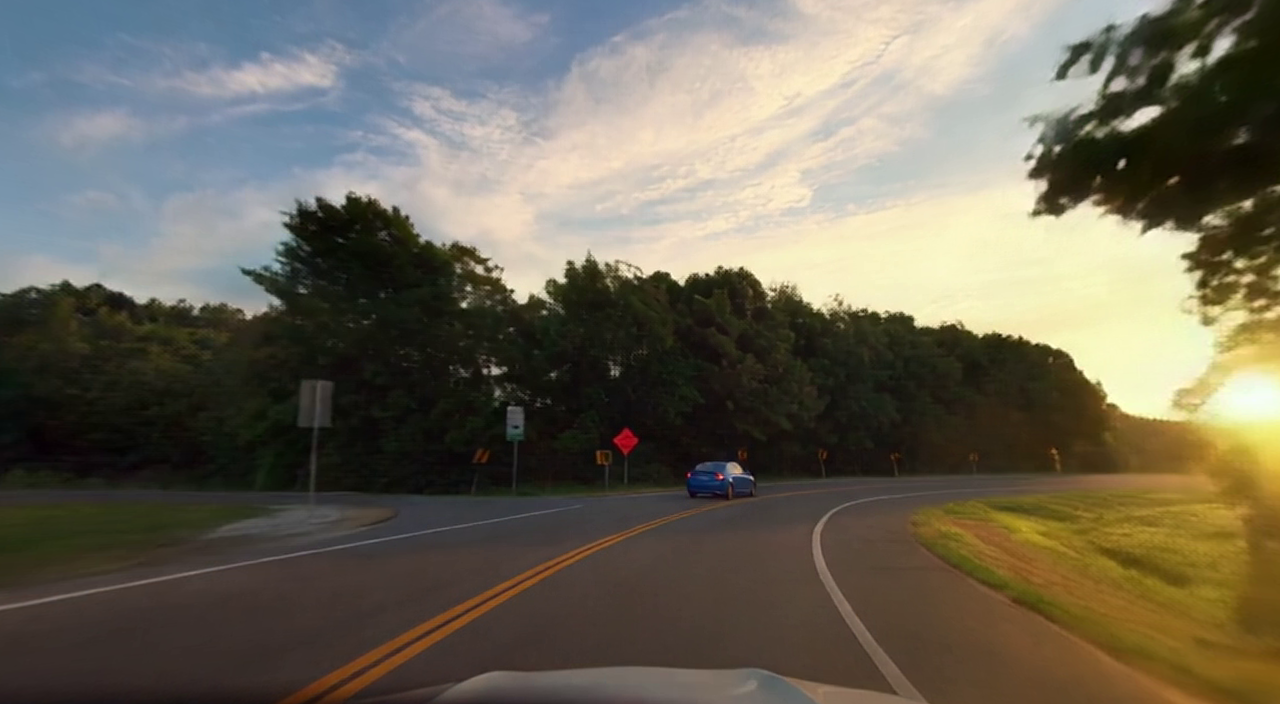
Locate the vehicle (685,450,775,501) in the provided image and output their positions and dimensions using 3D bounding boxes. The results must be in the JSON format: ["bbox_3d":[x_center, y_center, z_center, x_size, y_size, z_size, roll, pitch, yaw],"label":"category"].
[{"bbox_3d":[3.508,4.643,23.901,1.997,1.692,4.422,-5,-11,28],"label":"vehicle"}]
